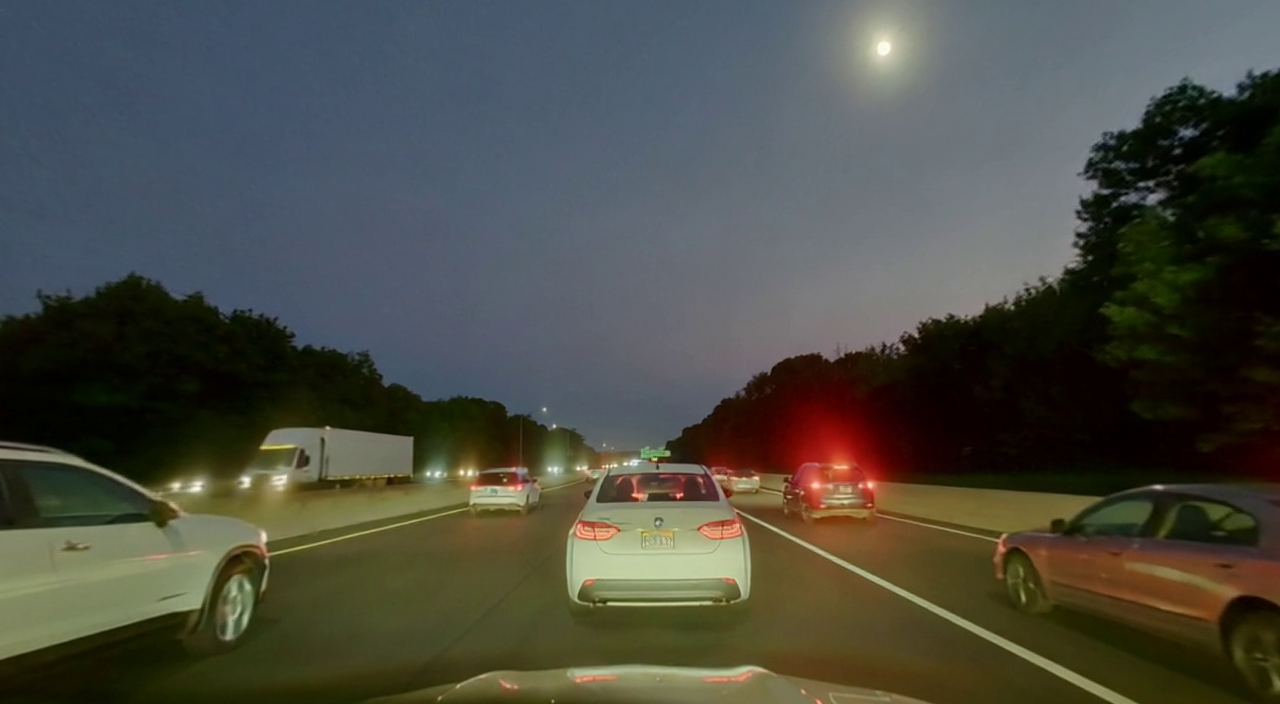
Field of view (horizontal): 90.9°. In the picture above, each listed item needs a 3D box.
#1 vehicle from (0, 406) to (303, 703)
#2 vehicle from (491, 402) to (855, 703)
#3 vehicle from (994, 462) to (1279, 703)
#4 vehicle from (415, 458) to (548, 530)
[{"bbox_3d":[-3.901,1.086,3.180,1.994,1.556,4.263,1,-11,0],"label":"vehicle"},{"bbox_3d":[0.171,1.548,5.745,2.057,1.725,4.126,1,-11,-1],"label":"vehicle"},{"bbox_3d":[4.522,1.456,4.197,1.870,1.382,4.287,1,-11,1],"label":"vehicle"},{"bbox_3d":[-3.731,3.468,15.827,1.960,1.502,4.593,0,-11,2],"label":"vehicle"}]
